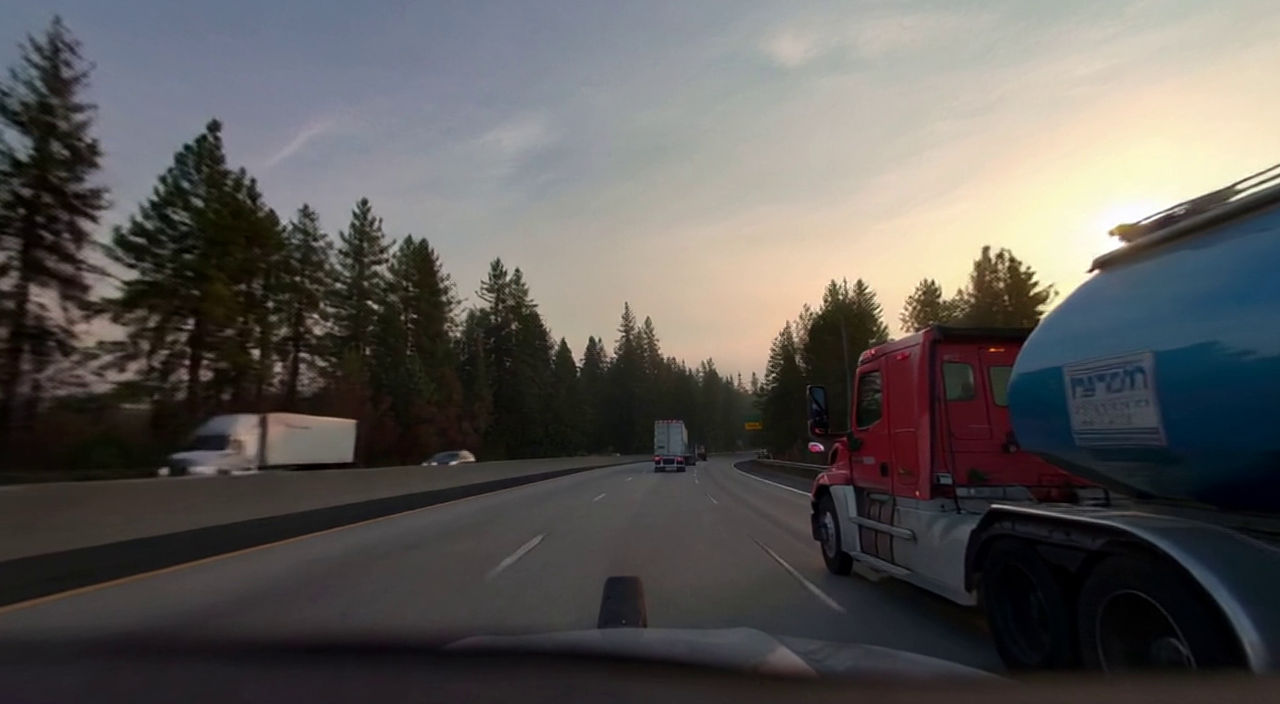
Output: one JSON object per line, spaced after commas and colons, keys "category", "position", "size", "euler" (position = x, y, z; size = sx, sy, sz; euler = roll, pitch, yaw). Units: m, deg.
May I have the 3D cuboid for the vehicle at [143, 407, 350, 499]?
{"category": "vehicle", "position": [-16.562, 4.368, 27.728], "size": [2.948, 3.367, 8.832], "euler": [-1, -8, 4]}

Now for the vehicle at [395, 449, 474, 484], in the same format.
{"category": "vehicle", "position": [-11.833, 6.595, 36.832], "size": [2.329, 1.801, 5.827], "euler": [-1, -8, 3]}
